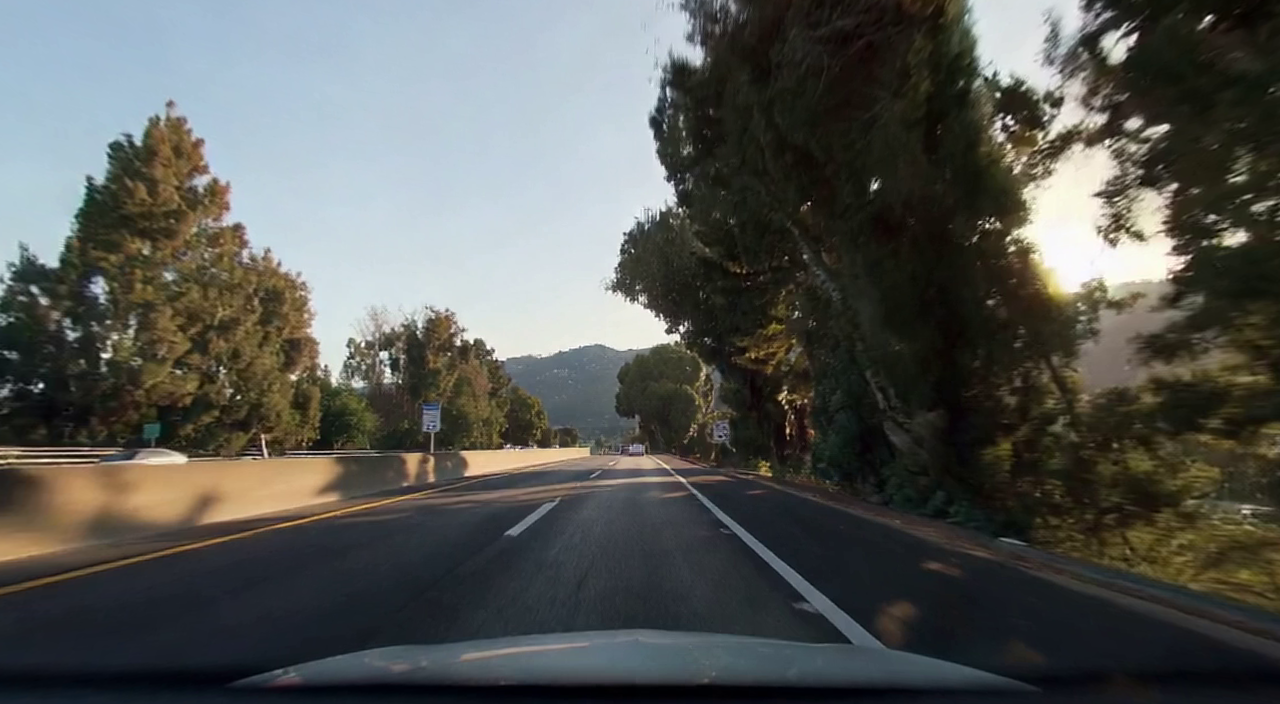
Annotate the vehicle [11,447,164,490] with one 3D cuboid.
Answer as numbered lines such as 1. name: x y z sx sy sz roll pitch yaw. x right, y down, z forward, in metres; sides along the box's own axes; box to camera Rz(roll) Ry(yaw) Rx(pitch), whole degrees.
1. vehicle: -21.097 4.444 24.448 1.815 1.478 4.537 0 -9 0
